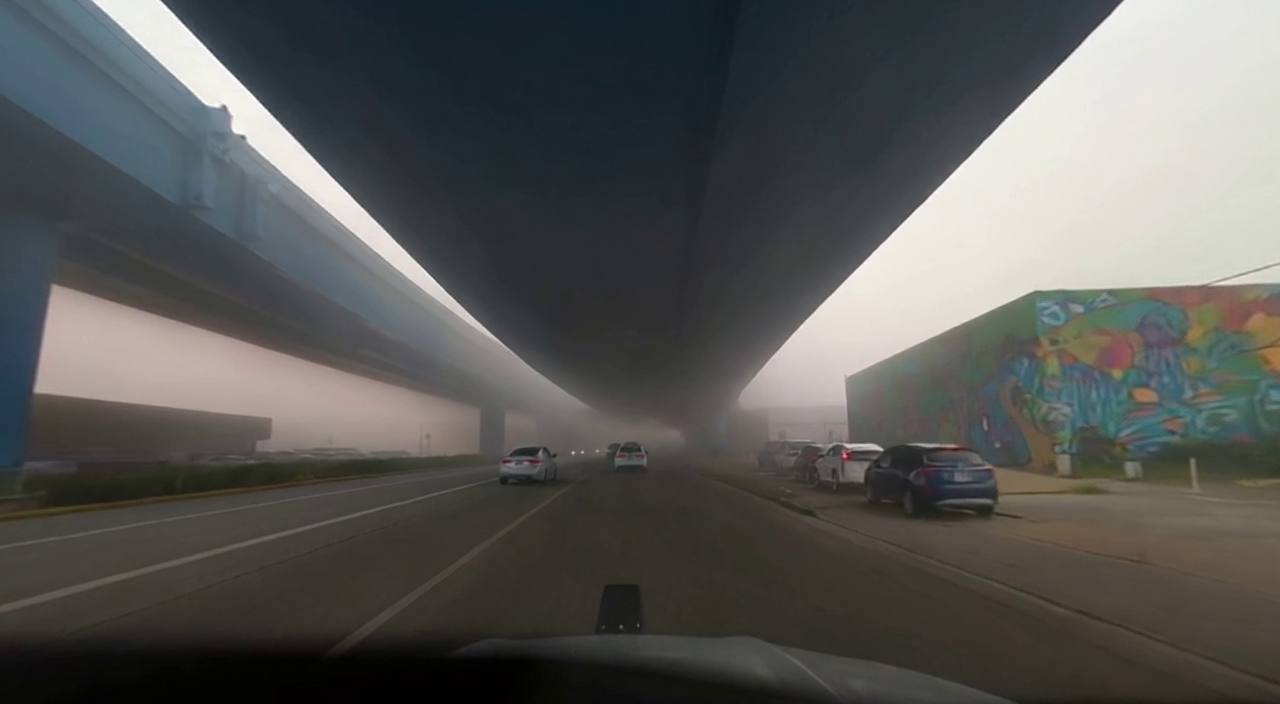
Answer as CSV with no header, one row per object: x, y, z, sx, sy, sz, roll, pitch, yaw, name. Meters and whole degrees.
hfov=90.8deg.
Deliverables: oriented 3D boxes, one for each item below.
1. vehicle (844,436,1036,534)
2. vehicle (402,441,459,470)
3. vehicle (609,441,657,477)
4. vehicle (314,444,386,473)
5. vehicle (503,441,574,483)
5.805,2.594,12.881,2.023,1.627,3.971,1,-9,1,vehicle
-13.878,6.866,42.137,2.069,1.728,4.567,0,-8,2,vehicle
-0.329,5.087,30.352,2.155,1.571,3.734,1,-8,0,vehicle
-17.397,6.383,38.168,2.056,1.643,4.362,0,-8,3,vehicle
-4.003,4.412,25.722,2.024,1.533,4.549,0,-8,2,vehicle
